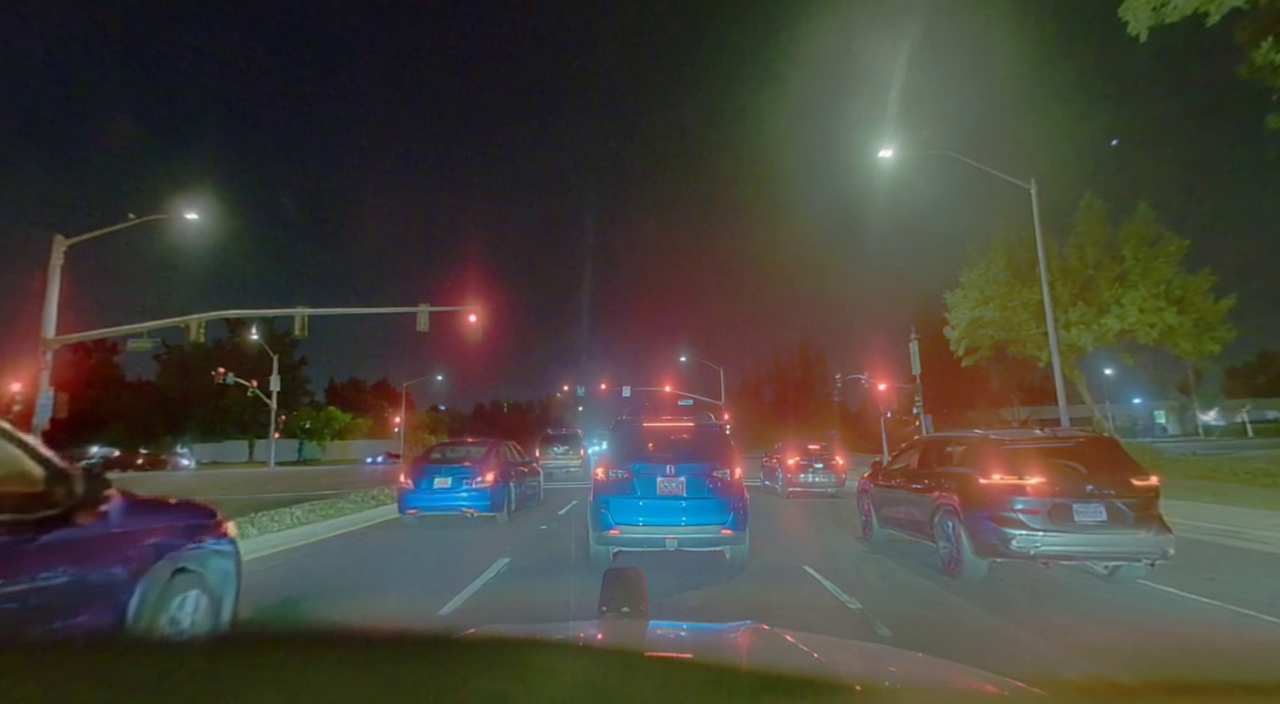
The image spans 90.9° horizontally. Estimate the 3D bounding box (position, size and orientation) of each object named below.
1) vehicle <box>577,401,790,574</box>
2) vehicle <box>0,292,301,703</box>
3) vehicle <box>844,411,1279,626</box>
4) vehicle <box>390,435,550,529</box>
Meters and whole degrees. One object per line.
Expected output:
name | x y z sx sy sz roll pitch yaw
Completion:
vehicle | 0.436 1.717 8.715 2.172 1.764 4.338 0 -8 0
vehicle | -3.112 0.610 1.305 2.054 1.814 4.941 0 -8 0
vehicle | 3.911 1.545 6.803 1.954 1.592 3.992 0 -8 -2
vehicle | -3.026 2.402 12.273 1.876 1.497 4.308 0 -8 1
